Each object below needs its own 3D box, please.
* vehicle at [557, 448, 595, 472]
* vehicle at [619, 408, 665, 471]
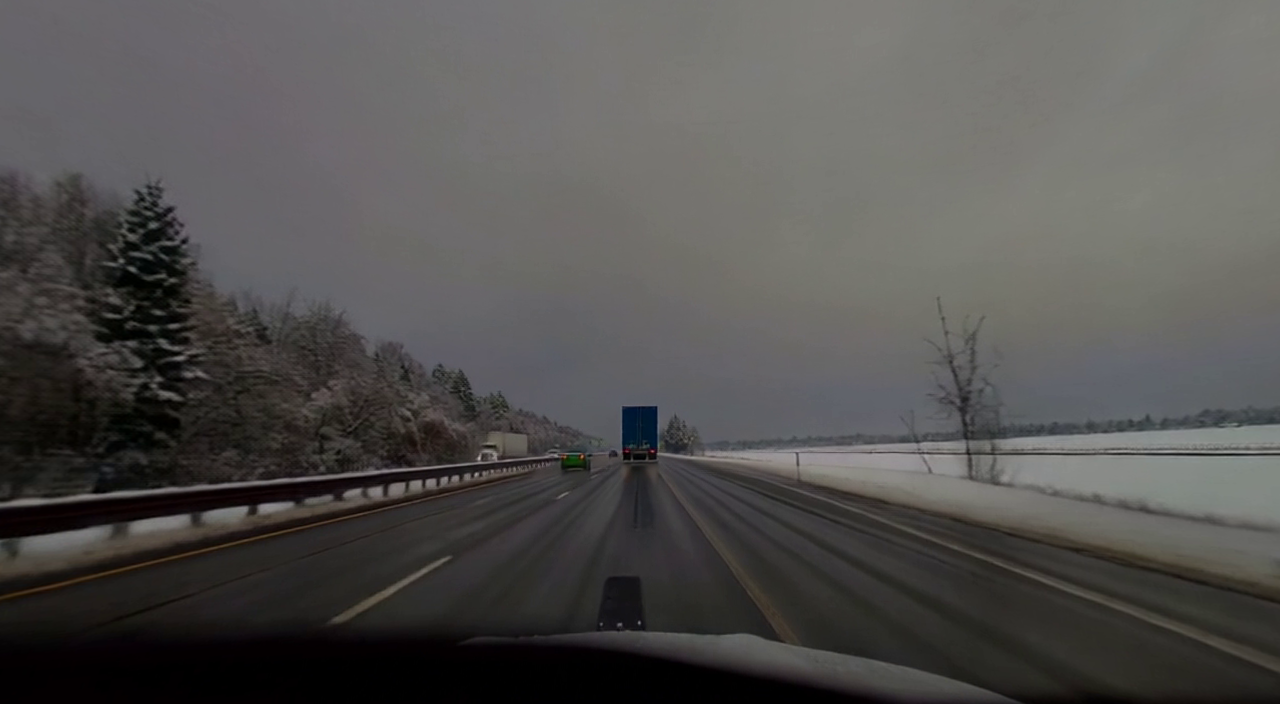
[{"bbox_3d":[-4.345,7.364,43.235,2.051,1.538,4.569,0,-9,1],"label":"vehicle"},{"bbox_3d":[0.163,6.348,45.159,2.899,3.966,10.053,0,-9,0],"label":"vehicle"}]
